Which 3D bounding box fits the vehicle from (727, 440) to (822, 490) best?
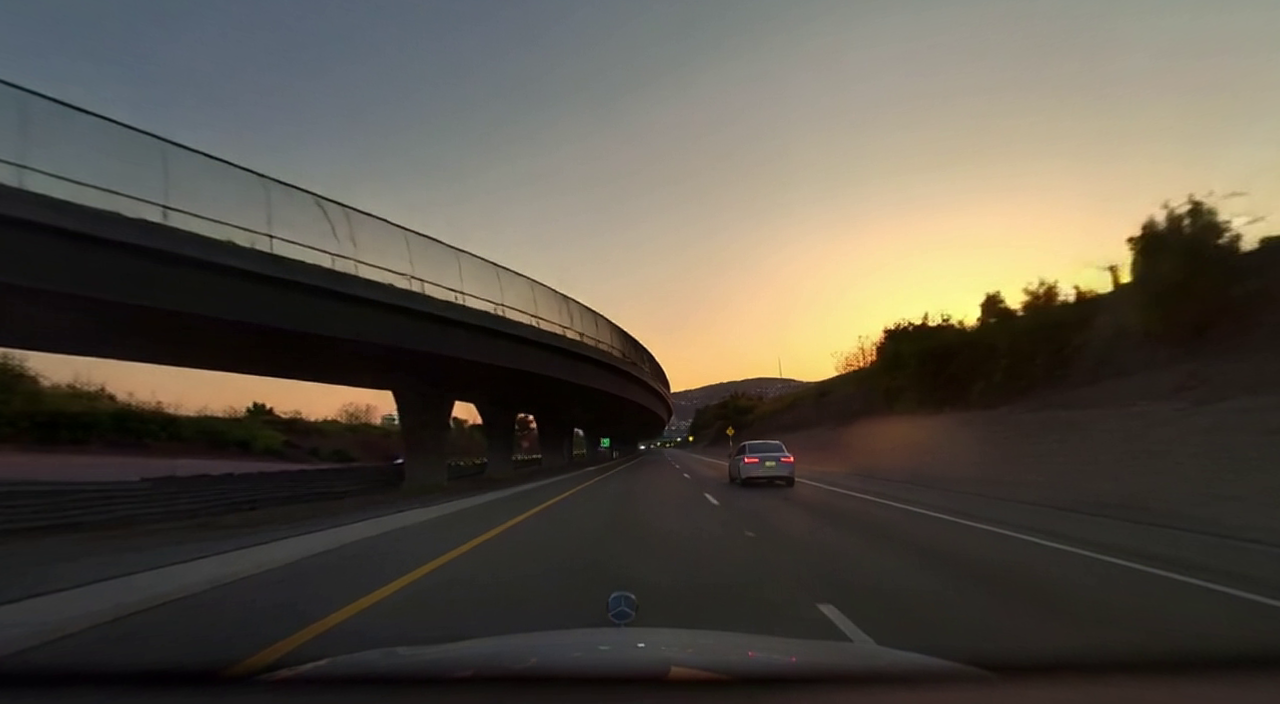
[{"bbox_3d":[4.176,3.592,20.305,2.124,1.405,4.398,0,-8,1],"label":"vehicle"}]
